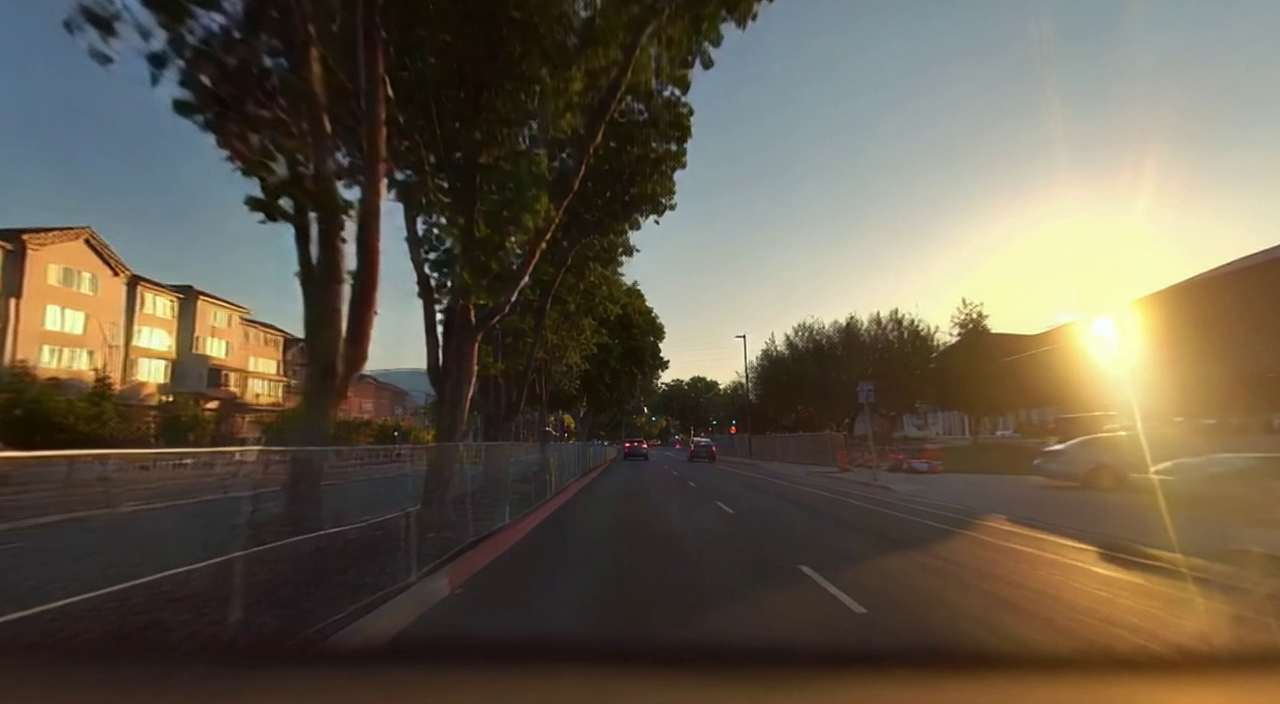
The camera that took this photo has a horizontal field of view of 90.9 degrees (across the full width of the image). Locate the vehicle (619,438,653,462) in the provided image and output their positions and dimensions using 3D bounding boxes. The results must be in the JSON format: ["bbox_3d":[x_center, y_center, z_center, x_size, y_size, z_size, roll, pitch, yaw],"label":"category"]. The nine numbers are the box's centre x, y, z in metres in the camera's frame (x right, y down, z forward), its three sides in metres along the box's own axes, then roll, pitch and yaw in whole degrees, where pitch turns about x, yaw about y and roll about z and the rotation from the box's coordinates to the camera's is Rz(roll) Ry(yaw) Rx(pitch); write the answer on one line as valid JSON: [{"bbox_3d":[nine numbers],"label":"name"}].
[{"bbox_3d":[-0.249,7.230,46.760,2.000,1.671,4.276,-1,-8,6],"label":"vehicle"}]

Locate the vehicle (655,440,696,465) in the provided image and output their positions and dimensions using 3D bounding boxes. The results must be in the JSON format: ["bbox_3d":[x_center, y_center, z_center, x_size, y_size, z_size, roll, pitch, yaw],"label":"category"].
[{"bbox_3d":[2.340,6.404,40.415,1.974,1.490,4.231,-2,-9,12],"label":"vehicle"}]

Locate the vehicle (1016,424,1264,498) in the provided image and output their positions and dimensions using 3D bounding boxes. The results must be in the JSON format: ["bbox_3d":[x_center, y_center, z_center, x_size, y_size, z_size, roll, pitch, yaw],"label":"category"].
[{"bbox_3d":[12.251,2.662,15.931,1.948,1.466,4.520,-1,-7,-15],"label":"vehicle"}]
